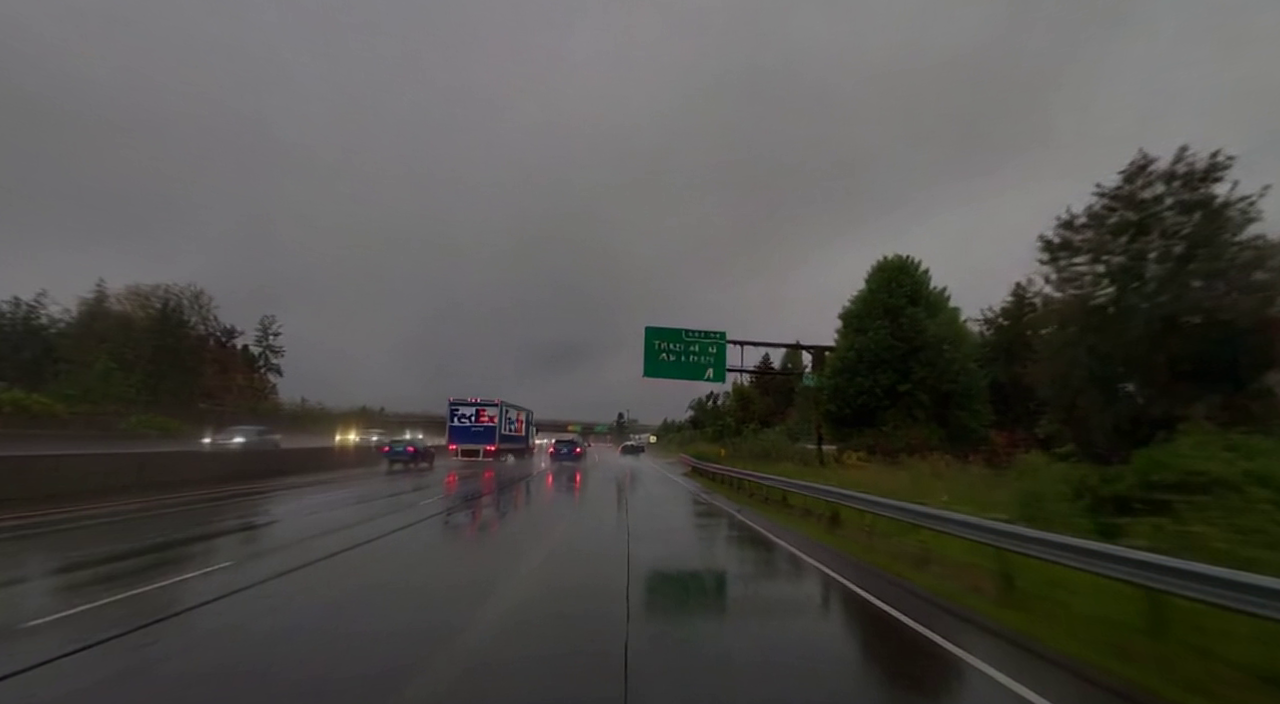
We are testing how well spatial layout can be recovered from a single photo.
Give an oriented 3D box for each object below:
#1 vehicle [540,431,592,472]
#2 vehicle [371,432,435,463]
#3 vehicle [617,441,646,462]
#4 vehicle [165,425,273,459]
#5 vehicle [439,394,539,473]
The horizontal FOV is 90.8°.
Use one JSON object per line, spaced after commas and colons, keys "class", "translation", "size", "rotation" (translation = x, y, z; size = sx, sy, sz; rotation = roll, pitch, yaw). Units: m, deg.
{"class": "vehicle", "translation": [-3.619, 4.979, 31.679], "size": [2.170, 1.886, 4.628], "rotation": [0, -9, -1]}
{"class": "vehicle", "translation": [-13.646, 5.555, 36.680], "size": [2.018, 1.668, 4.409], "rotation": [0, -9, -1]}
{"class": "vehicle", "translation": [-0.680, 7.520, 47.630], "size": [2.043, 1.489, 3.839], "rotation": [0, -9, -2]}
{"class": "vehicle", "translation": [-23.256, 5.031, 35.272], "size": [2.162, 1.730, 5.777], "rotation": [0, -9, -1]}
{"class": "vehicle", "translation": [-6.985, 4.040, 30.681], "size": [2.870, 3.266, 8.589], "rotation": [0, -9, -1]}
